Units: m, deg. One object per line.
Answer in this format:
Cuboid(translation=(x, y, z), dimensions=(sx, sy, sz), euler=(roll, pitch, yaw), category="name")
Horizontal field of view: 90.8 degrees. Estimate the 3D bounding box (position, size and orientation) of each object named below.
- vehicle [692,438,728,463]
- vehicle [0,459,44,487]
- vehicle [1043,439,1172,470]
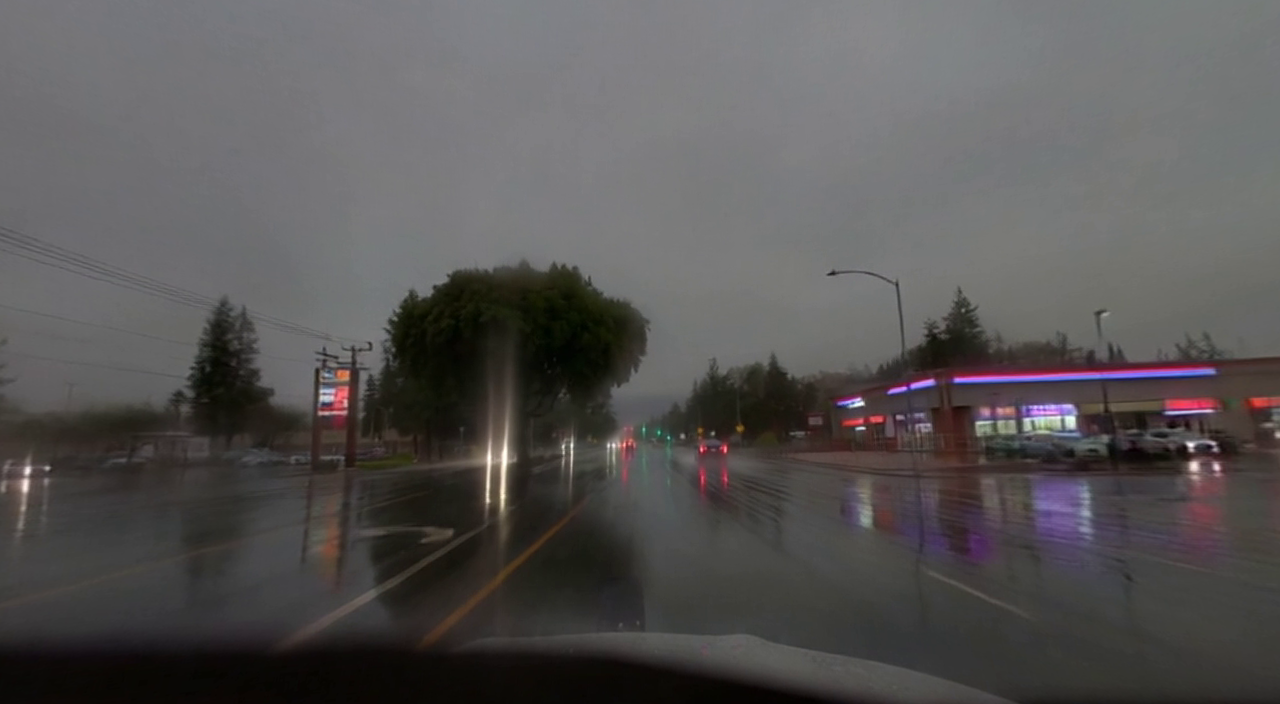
Cuboid(translation=(4.927, 7.019, 44.961), dimensions=(1.957, 1.643, 4.226), euler=(0, -9, -2), category="vehicle")
Cuboid(translation=(-47.256, 9.213, 48.205), dimensions=(2.057, 1.921, 4.995), euler=(7, -11, -39), category="vehicle")
Cuboid(translation=(23.469, 5.162, 31.903), dimensions=(1.886, 1.438, 4.742), euler=(6, -10, -33), category="vehicle")
